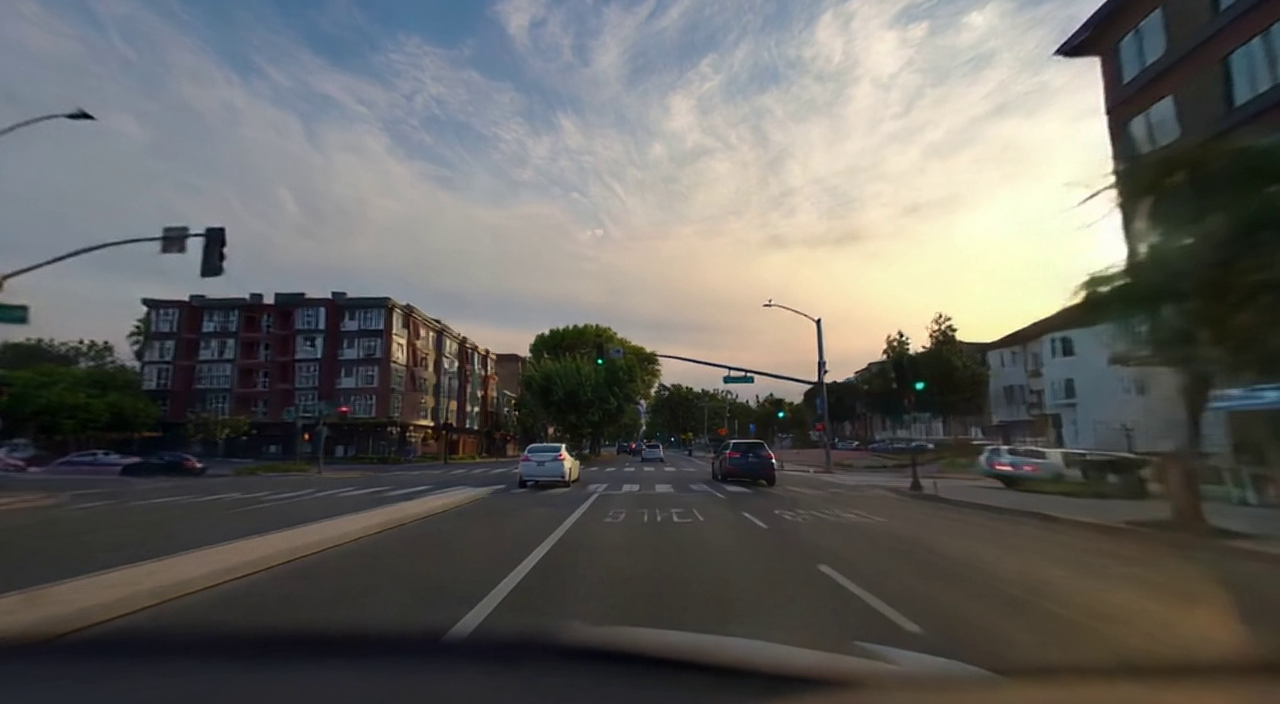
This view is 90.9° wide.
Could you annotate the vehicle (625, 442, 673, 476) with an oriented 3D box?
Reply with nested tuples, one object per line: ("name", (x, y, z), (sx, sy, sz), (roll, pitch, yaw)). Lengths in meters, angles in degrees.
("vehicle", (0.390, 4.955, 29.454), (2.103, 1.468, 4.094), (0, -9, 0))

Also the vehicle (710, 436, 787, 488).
("vehicle", (3.655, 3.786, 21.945), (1.987, 1.637, 3.896), (0, -9, 0))

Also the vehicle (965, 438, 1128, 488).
("vehicle", (15.728, 4.315, 24.609), (4.921, 1.841, 1.957), (0, -9, 1))

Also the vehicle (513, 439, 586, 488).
("vehicle", (-3.042, 3.844, 22.035), (1.860, 1.510, 4.073), (0, -9, 1))

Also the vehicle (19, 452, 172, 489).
("vehicle", (-23.767, 5.167, 27.651), (4.890, 1.514, 1.908), (0, -9, -1))
